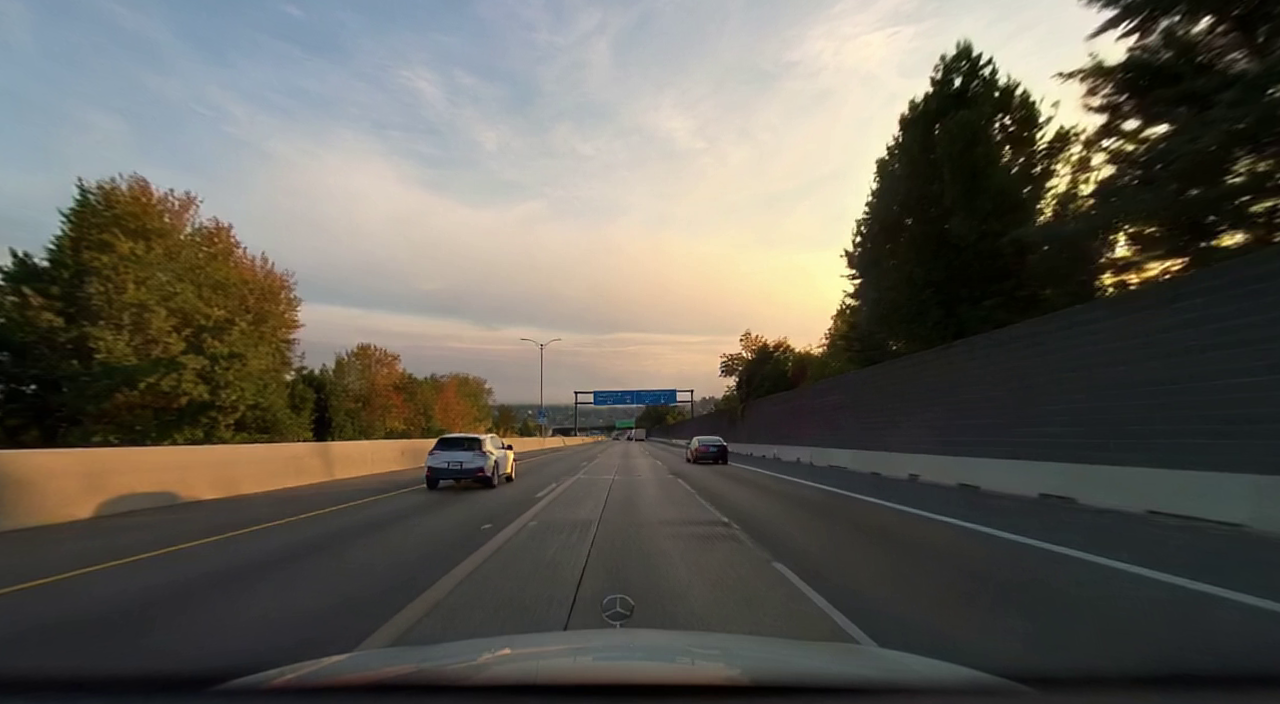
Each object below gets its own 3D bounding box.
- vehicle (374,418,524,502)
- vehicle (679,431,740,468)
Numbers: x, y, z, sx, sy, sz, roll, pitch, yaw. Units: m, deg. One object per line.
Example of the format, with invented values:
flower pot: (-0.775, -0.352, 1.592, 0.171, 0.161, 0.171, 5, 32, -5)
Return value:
vehicle: (-4.203, 2.444, 14.692, 2.219, 1.660, 4.153, 0, -8, -1)
vehicle: (3.040, 4.390, 28.491, 2.077, 1.523, 4.539, 0, -8, -2)
